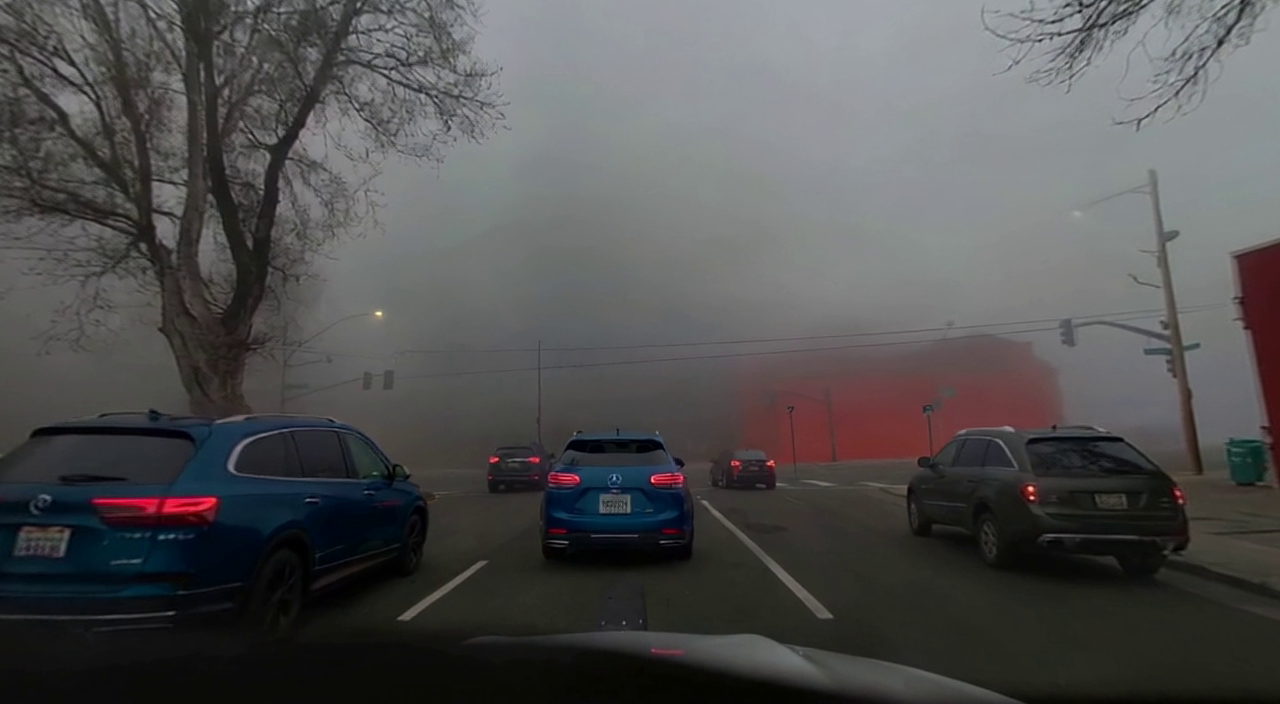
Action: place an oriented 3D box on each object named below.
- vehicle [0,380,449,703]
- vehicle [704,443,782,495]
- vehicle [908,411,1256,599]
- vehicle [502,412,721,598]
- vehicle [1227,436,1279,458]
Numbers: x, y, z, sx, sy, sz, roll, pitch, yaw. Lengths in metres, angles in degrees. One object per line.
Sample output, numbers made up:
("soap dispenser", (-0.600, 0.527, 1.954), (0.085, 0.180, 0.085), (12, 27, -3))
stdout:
("vehicle", (-3.466, 1.353, 5.604), (2.047, 1.741, 4.470), (0, -9, 1))
("vehicle", (3.373, 3.891, 21.345), (1.847, 1.554, 3.885), (0, -9, -2))
("vehicle", (5.173, 1.795, 8.366), (2.014, 1.740, 4.515), (-2, -9, 11))
("vehicle", (-0.198, 1.728, 7.960), (2.022, 1.700, 4.084), (0, -9, 2))
("vehicle", (44.082, 6.543, 43.421), (4.835, 1.518, 1.910), (-4, -9, 24))
